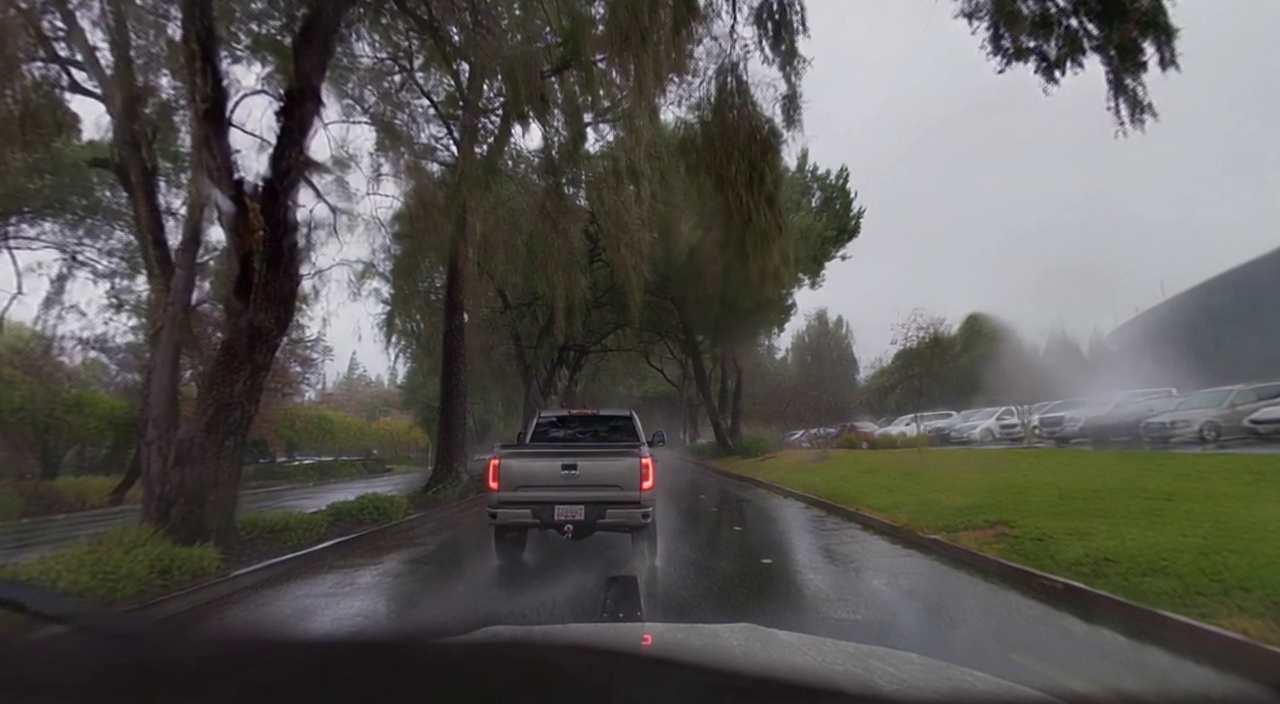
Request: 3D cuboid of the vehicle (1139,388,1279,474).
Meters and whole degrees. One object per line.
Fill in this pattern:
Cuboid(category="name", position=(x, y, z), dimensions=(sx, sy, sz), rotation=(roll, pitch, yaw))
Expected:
Cuboid(category="vehicle", position=(11.881, 1.390, 11.224), dimensions=(4.298, 1.392, 1.944), rotation=(-1, -8, 2))

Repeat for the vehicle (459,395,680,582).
Cuboid(category="vehicle", position=(-0.629, 1.707, 8.769), dimensions=(2.157, 1.816, 5.039), rotation=(0, -8, 1))
